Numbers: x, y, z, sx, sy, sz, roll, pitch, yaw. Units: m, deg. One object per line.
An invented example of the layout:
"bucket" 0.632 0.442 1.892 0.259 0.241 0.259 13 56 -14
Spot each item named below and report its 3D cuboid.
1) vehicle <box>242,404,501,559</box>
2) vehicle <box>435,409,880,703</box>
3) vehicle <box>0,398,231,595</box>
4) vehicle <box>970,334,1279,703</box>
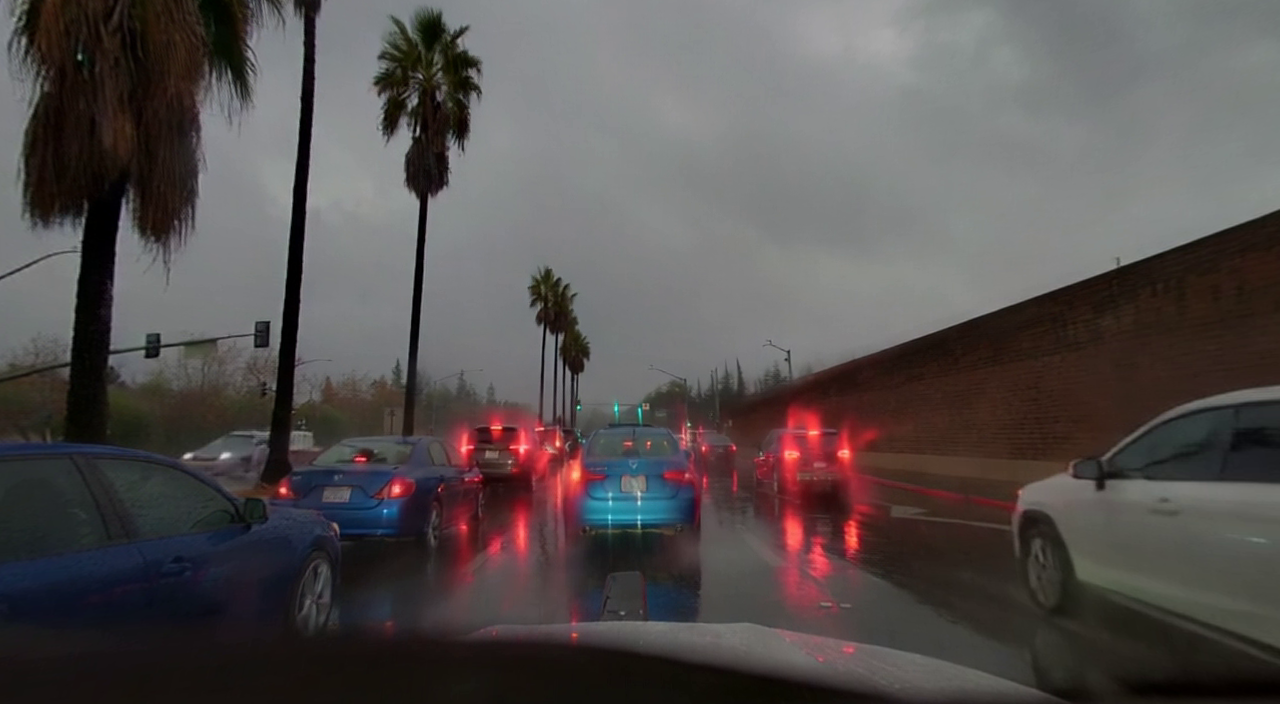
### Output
"vehicle" -3.517 1.775 9.283 2.055 1.746 4.136 0 -8 -2
"vehicle" 0.047 1.336 5.203 2.128 1.473 4.272 0 -8 -1
"vehicle" -6.671 1.406 6.395 1.963 1.721 4.662 0 -8 -2
"vehicle" 3.532 0.937 3.092 2.112 1.717 4.432 -2 -9 11
